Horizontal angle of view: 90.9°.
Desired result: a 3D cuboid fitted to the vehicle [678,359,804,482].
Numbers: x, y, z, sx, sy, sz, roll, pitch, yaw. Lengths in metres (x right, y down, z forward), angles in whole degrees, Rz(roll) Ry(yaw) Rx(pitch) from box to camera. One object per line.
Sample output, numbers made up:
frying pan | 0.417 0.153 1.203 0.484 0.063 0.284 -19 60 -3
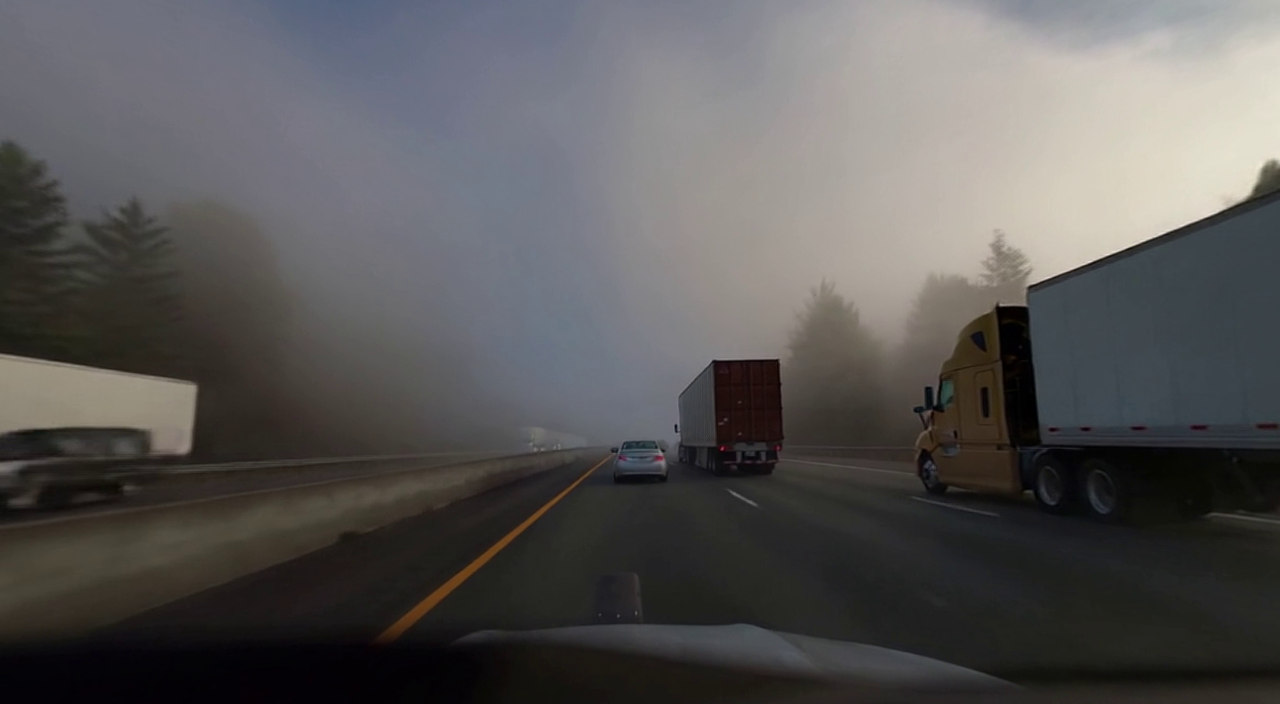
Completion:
vehicle | 3.802 3.203 28.182 2.888 4.099 14.183 0 -8 -2

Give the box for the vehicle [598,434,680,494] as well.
vehicle | -0.077 3.053 17.653 2.038 1.477 3.773 0 -8 -2

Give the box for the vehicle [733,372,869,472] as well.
vehicle | 7.671 3.801 33.044 2.876 4.111 14.145 0 -8 -2

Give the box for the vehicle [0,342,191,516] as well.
vehicle | -16.516 1.716 14.078 2.951 4.048 14.085 0 -8 -2

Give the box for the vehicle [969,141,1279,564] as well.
vehicle | 8.155 -0.187 5.065 3.110 4.308 14.260 0 -8 -1
